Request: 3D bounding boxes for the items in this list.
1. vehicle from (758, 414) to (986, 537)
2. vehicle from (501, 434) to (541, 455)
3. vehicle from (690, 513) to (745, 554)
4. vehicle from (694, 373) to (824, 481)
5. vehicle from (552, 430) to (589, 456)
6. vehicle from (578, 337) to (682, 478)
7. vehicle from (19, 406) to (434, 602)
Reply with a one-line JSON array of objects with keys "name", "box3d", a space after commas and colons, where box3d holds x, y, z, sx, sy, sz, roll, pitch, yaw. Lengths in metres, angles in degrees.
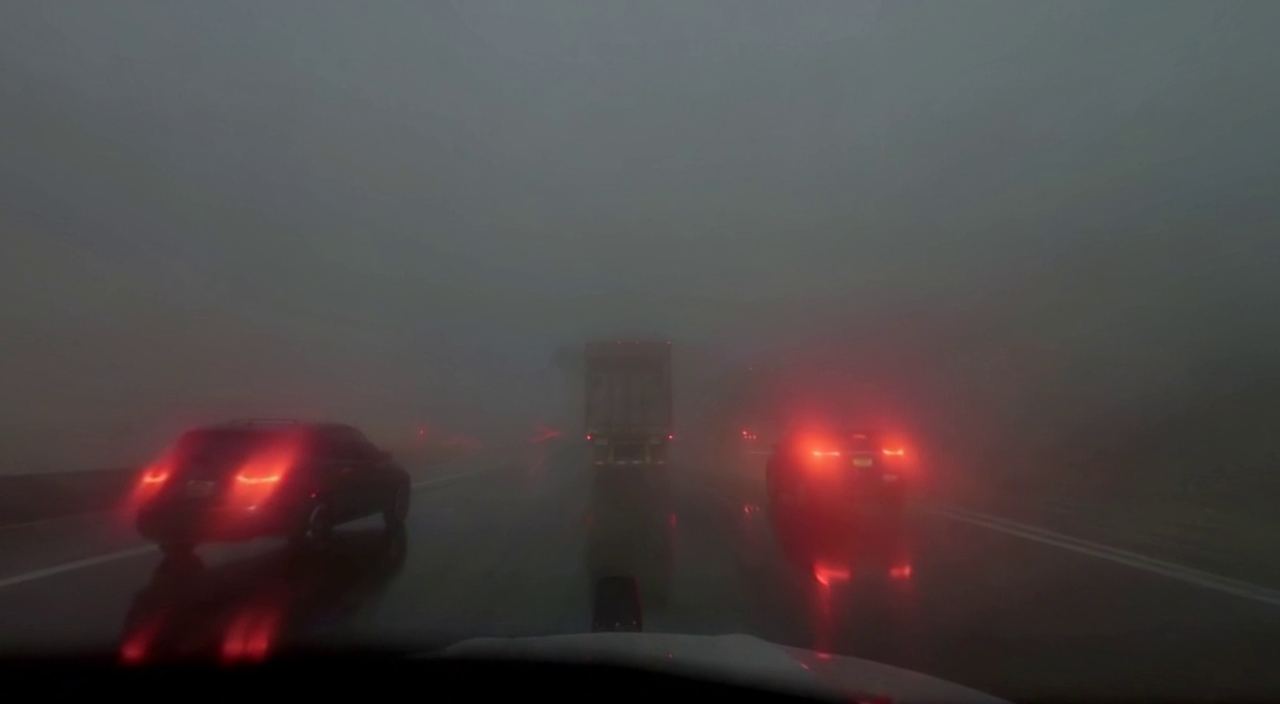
[{"name": "vehicle", "box3d": [3.270, 1.810, 9.889, 1.976, 1.513, 4.065, 0, -8, -1]}, {"name": "vehicle", "box3d": [-8.529, 6.666, 45.491, 2.019, 1.471, 4.347, 0, -8, 0]}, {"name": "vehicle", "box3d": [4.577, 10.833, 37.697, 2.835, 2.000, 2.696, 0, -7, -2]}, {"name": "vehicle", "box3d": [4.939, 3.786, 30.030, 2.863, 3.936, 14.058, 0, -9, -3]}, {"name": "vehicle", "box3d": [-4.557, 6.065, 41.854, 1.986, 1.612, 4.155, 0, -8, 0]}, {"name": "vehicle", "box3d": [-0.421, 2.223, 22.953, 2.938, 4.033, 9.980, 0, -8, -2]}, {"name": "vehicle", "box3d": [-3.828, 1.430, 6.817, 1.882, 1.493, 3.828, 0, -8, 0]}]
